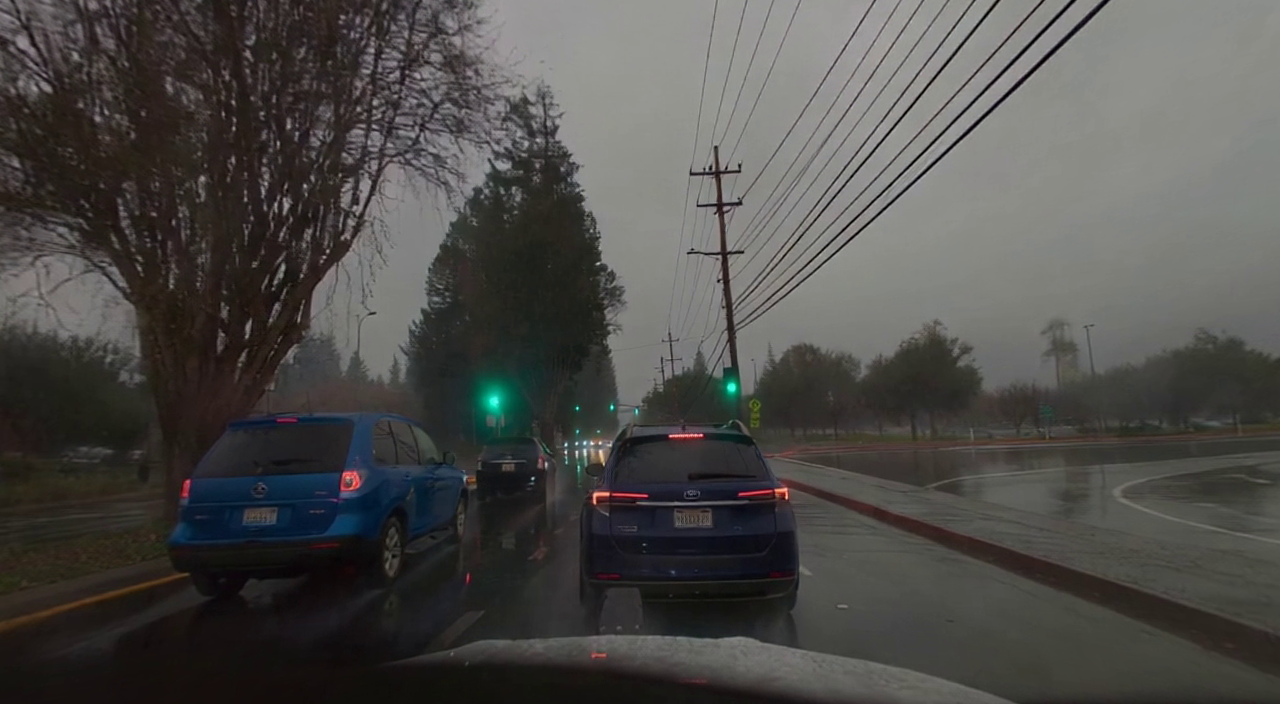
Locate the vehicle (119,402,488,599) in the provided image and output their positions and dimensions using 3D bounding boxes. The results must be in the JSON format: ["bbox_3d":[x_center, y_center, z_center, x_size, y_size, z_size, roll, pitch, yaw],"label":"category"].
[{"bbox_3d":[-3.473,1.623,7.763,2.105,1.706,4.337,0,-9,0],"label":"vehicle"}]

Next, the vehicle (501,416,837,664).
[{"bbox_3d":[0.112,1.449,5.946,2.056,1.487,4.003,0,-9,-2],"label":"vehicle"}]

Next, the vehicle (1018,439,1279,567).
[{"bbox_3d":[8.382,2.160,9.931,1.993,1.508,4.521,0,-9,-1],"label":"vehicle"}]
